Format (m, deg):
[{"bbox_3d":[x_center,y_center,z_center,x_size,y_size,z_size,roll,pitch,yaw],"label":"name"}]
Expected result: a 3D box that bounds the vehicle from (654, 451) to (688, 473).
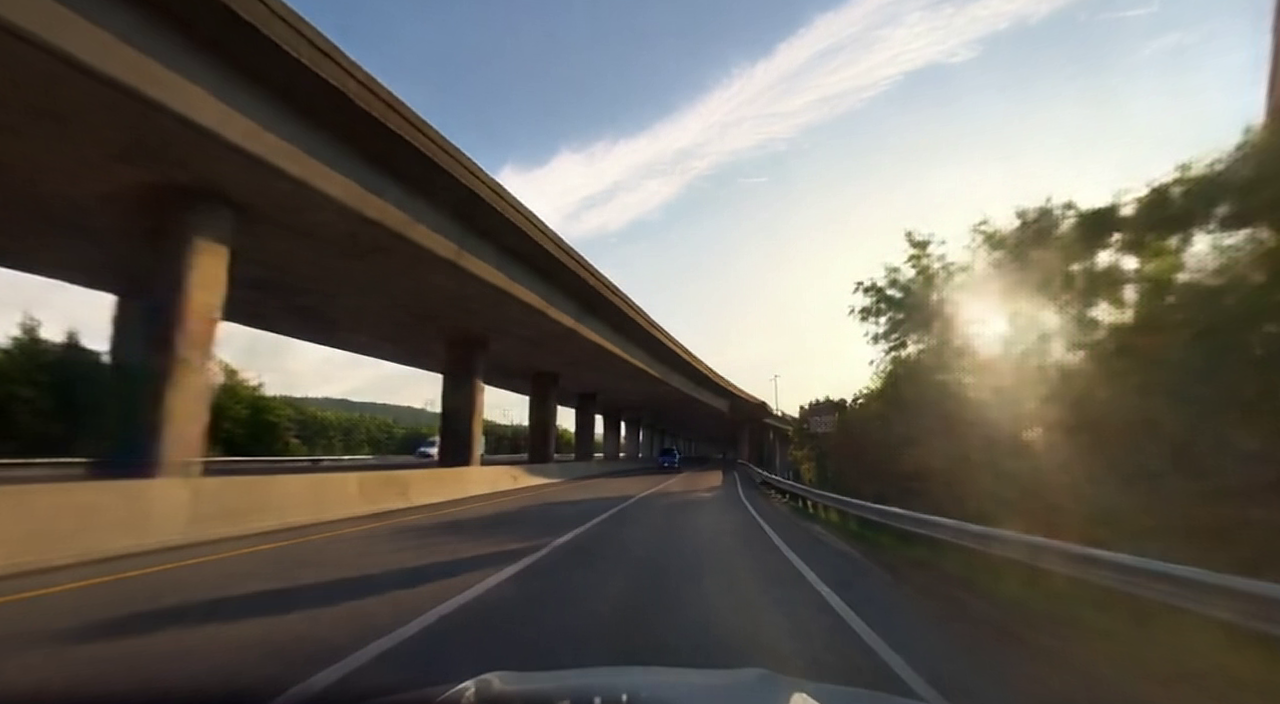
[{"bbox_3d":[2.178,7.511,43.188,1.940,1.444,4.024,-2,-9,9],"label":"vehicle"}]
